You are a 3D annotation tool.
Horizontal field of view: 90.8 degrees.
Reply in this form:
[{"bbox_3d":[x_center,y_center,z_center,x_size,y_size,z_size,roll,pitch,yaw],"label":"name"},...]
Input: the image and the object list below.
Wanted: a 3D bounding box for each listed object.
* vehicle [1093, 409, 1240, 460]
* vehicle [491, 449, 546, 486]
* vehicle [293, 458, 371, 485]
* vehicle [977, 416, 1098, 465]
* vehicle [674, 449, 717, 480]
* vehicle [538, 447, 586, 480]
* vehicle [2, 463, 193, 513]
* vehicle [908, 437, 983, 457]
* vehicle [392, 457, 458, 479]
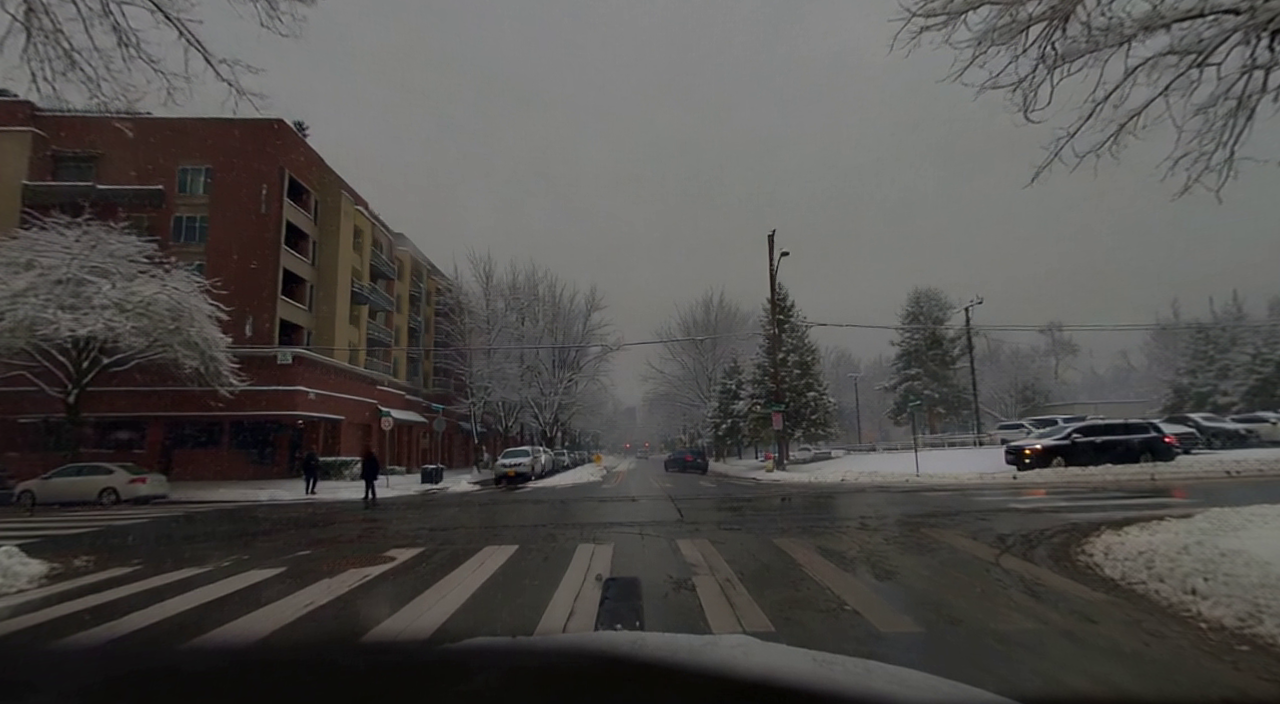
[{"bbox_3d":[22.307,3.573,27.115,2.137,1.962,4.988,-1,-8,3],"label":"vehicle"},{"bbox_3d":[-7.613,7.300,40.217,2.193,1.814,5.061,-9,-8,0],"label":"vehicle"},{"bbox_3d":[-23.159,8.972,47.524,4.844,1.836,2.117,-2,-8,8],"label":"vehicle"},{"bbox_3d":[16.746,3.829,26.968,2.041,1.921,4.574,0,-9,-2],"label":"vehicle"},{"bbox_3d":[3.104,6.316,35.803,1.942,1.603,3.785,0,-8,-2],"label":"vehicle"},{"bbox_3d":[-4.499,6.508,37.056,2.102,1.768,4.290,-2,-9,2],"label":"vehicle"},{"bbox_3d":[-17.314,4.336,20.340,4.439,1.448,1.793,0,-9,0],"label":"vehicle"},{"bbox_3d":[23.018,7.157,47.737,4.528,1.475,2.070,0,-8,3],"label":"vehicle"},{"bbox_3d":[-16.029,8.670,47.222,4.203,1.544,1.889,-1,-8,3],"label":"vehicle"}]
